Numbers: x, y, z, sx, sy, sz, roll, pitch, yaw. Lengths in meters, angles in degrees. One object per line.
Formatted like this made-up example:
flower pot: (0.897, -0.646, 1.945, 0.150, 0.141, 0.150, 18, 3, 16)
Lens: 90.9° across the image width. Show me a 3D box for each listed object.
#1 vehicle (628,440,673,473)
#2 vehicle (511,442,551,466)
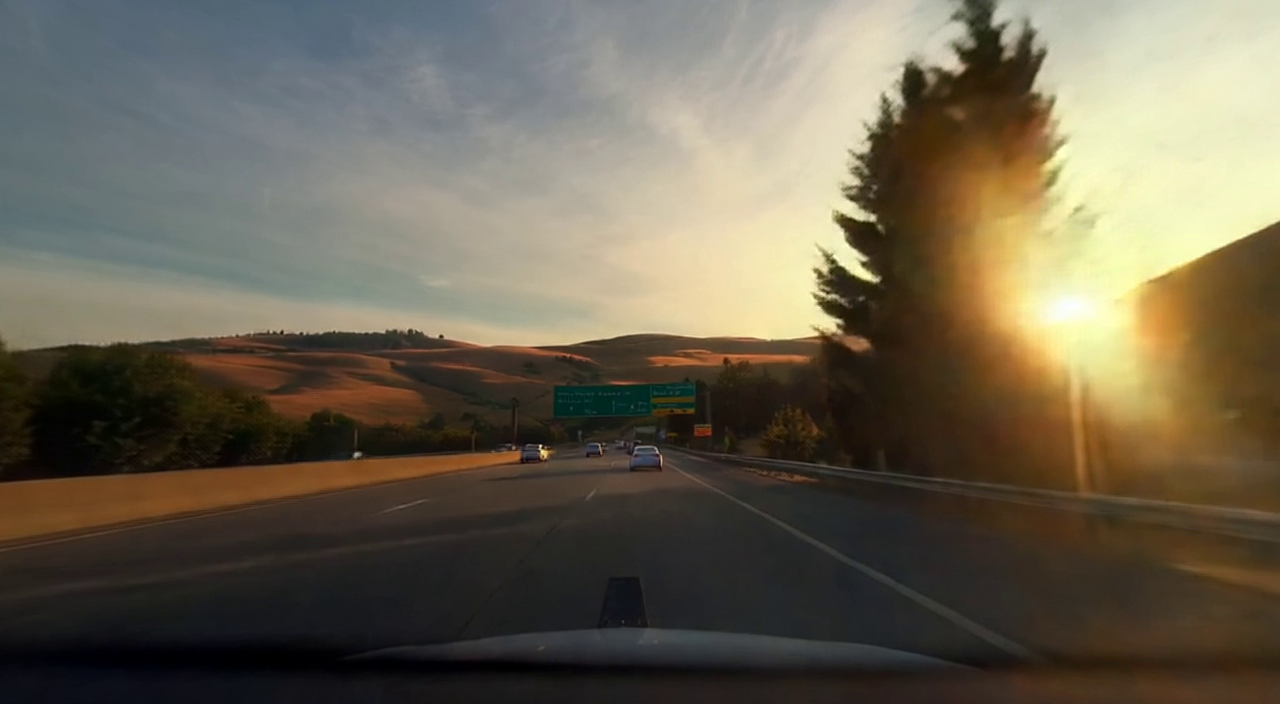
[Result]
vehicle: (0.428, 5.029, 30.492, 2.019, 1.475, 4.301, 0, -9, -2)
vehicle: (-7.068, 6.647, 41.185, 1.955, 1.468, 3.637, 0, -9, -1)
